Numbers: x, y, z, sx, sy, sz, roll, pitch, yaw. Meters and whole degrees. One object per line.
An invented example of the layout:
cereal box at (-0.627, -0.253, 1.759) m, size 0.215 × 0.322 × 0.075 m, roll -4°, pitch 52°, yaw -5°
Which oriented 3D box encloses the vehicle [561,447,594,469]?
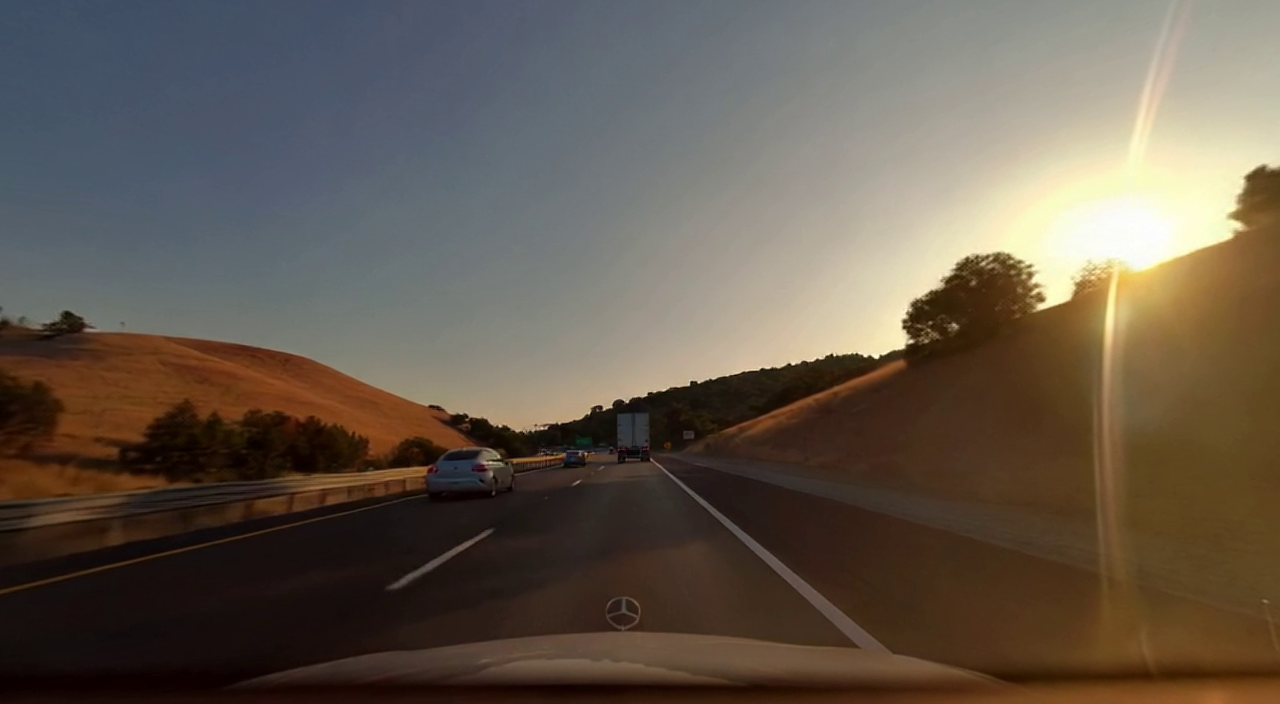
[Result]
vehicle at (-4.501, 7.722, 46.074) m, size 1.978 × 1.507 × 4.062 m, roll 0°, pitch -9°, yaw 0°

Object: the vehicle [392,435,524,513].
vehicle at (-4.259, 2.918, 15.555) m, size 1.991 × 1.618 × 4.211 m, roll 0°, pitch -9°, yaw 0°
